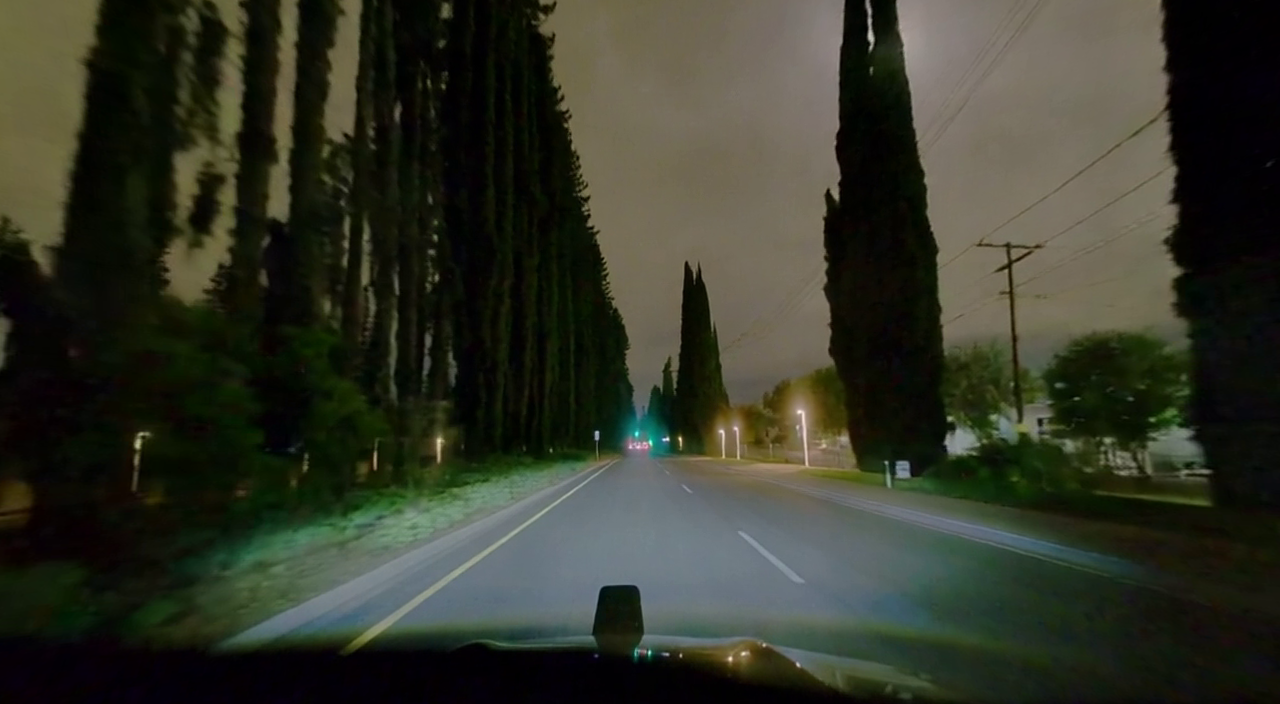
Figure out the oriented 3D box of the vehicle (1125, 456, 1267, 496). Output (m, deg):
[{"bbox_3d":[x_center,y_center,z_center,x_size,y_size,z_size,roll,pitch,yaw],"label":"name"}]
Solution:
[{"bbox_3d":[24.732,5.493,28.195,4.592,1.626,1.940,0,-9,-4],"label":"vehicle"}]
